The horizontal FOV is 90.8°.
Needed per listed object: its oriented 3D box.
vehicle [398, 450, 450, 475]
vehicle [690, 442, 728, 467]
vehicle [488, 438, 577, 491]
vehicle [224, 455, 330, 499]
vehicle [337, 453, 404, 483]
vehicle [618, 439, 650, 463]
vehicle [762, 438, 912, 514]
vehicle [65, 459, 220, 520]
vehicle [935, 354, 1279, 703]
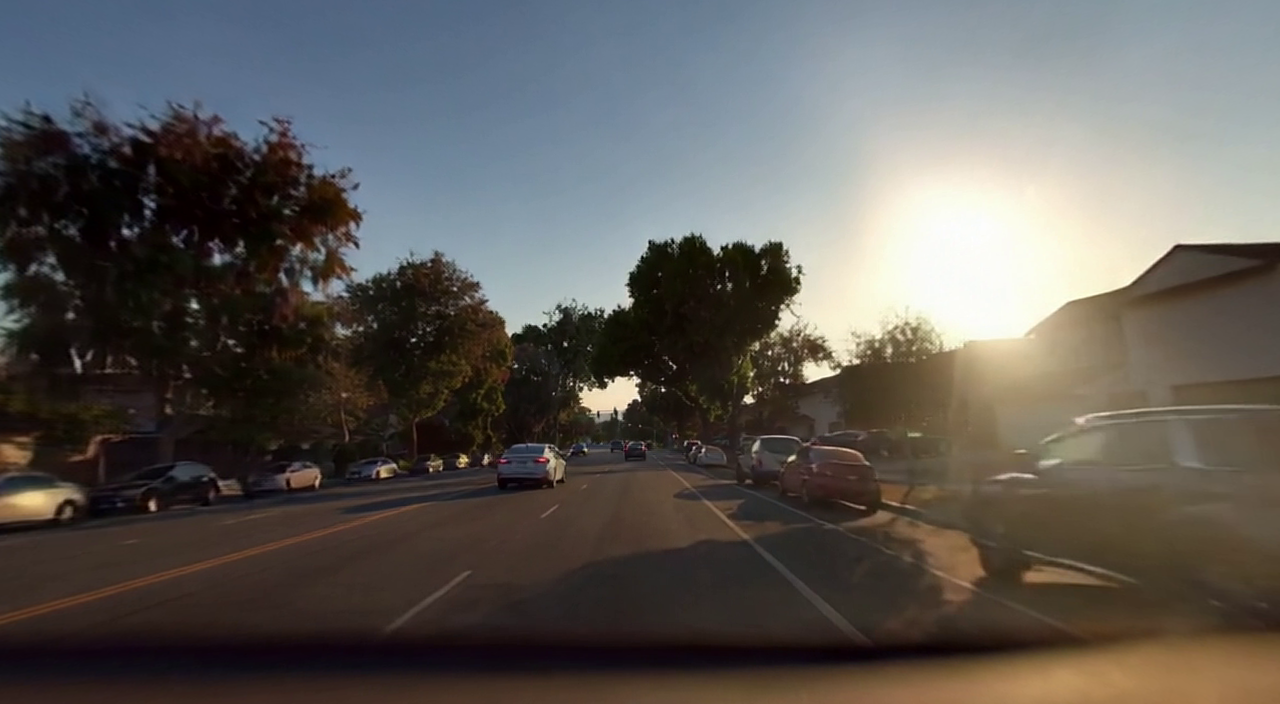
[{"bbox_3d":[-14.671,7.530,43.176,1.898,1.530,4.675,0,-8,-1],"label":"vehicle"},{"bbox_3d":[4.230,6.352,39.364,1.890,1.459,4.371,0,-8,0],"label":"vehicle"},{"bbox_3d":[-3.260,3.511,20.142,2.027,1.477,4.413,0,-8,1],"label":"vehicle"},{"bbox_3d":[-14.730,5.080,25.930,1.811,1.433,4.564,-6,-10,-2],"label":"vehicle"},{"bbox_3d":[-14.602,6.283,34.456,1.847,1.494,4.189,0,-8,-1],"label":"vehicle"},{"bbox_3d":[-0.405,6.754,43.231,2.088,1.495,4.048,0,-8,-1],"label":"vehicle"},{"bbox_3d":[4.371,2.814,14.940,1.933,1.463,4.735,0,-8,-1],"label":"vehicle"},{"bbox_3d":[-14.543,4.011,18.771,1.681,1.419,3.859,-5,-10,-4],"label":"vehicle"},{"bbox_3d":[4.117,1.116,4.464,1.943,1.788,4.462,0,-8,1],"label":"vehicle"}]
